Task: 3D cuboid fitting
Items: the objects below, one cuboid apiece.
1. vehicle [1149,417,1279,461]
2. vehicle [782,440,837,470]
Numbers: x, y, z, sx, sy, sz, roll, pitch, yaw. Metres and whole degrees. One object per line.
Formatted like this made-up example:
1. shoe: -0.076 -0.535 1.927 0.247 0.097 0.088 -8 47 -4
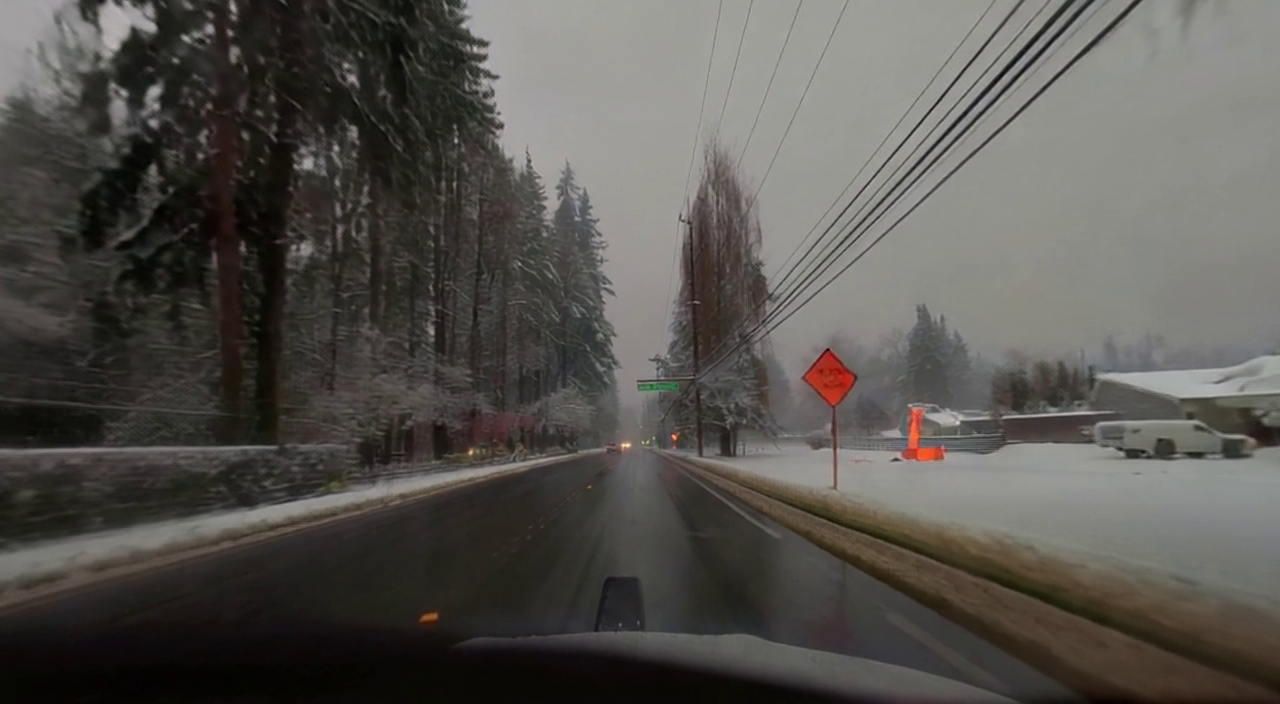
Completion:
1. vehicle: 25.564 3.809 27.631 4.601 1.801 2.122 -1 -9 2
2. vehicle: 8.593 5.252 32.350 1.733 1.449 3.764 0 -8 0
